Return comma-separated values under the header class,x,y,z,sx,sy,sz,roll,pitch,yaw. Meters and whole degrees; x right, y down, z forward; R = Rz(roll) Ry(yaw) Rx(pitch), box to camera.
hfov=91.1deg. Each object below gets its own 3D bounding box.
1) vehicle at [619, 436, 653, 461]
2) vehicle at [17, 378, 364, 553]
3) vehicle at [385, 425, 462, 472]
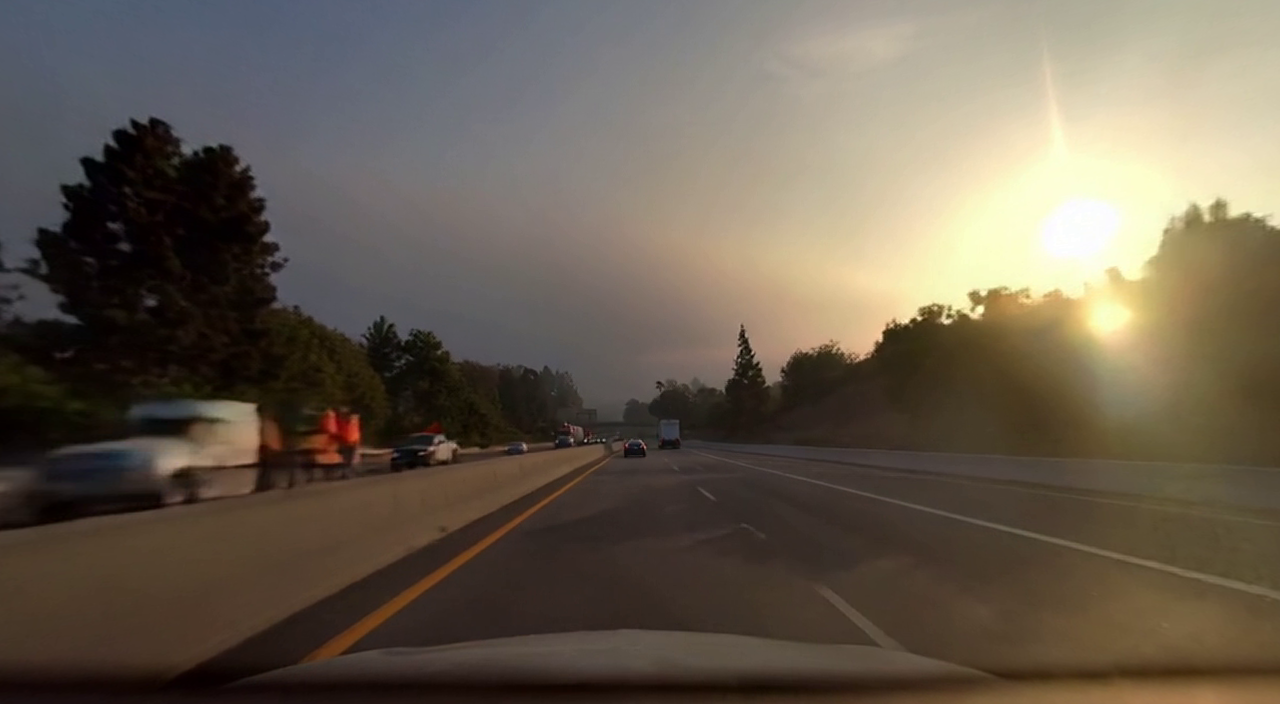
class,x,y,z,sx,sy,sz,roll,pitch,yaw
vehicle,-0.278,5.997,39.260,2.004,1.472,4.075,0,-8,-2
vehicle,-8.043,2.100,12.489,2.453,2.460,6.190,-3,-8,-1
vehicle,-12.832,5.775,37.776,2.354,2.530,6.137,0,-8,0
